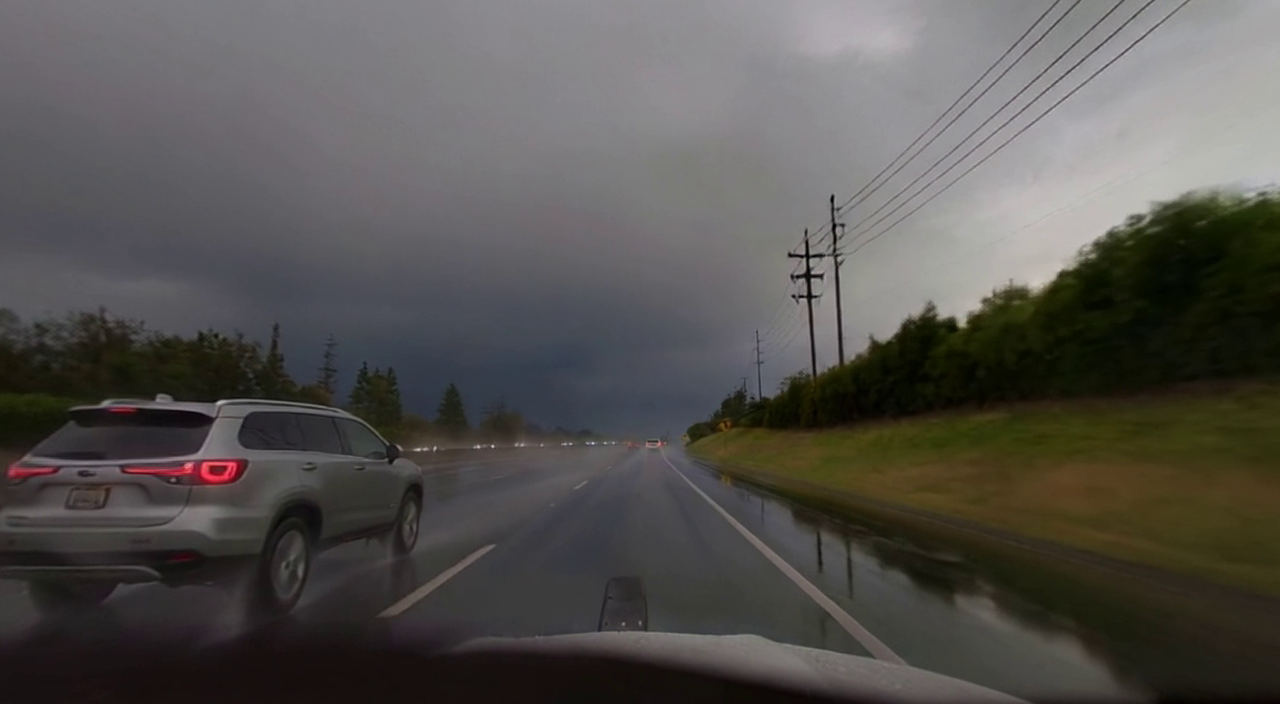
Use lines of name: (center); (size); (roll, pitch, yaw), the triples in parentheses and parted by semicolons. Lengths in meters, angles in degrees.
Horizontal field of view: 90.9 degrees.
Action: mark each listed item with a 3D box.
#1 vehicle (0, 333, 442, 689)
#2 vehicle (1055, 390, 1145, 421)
vehicle: (-3.853, 1.235, 6.097); (2.136, 1.975, 5.037); (-1, -8, 1)
vehicle: (23.054, 2.741, 31.765); (1.717, 1.394, 3.687); (0, -8, 0)
